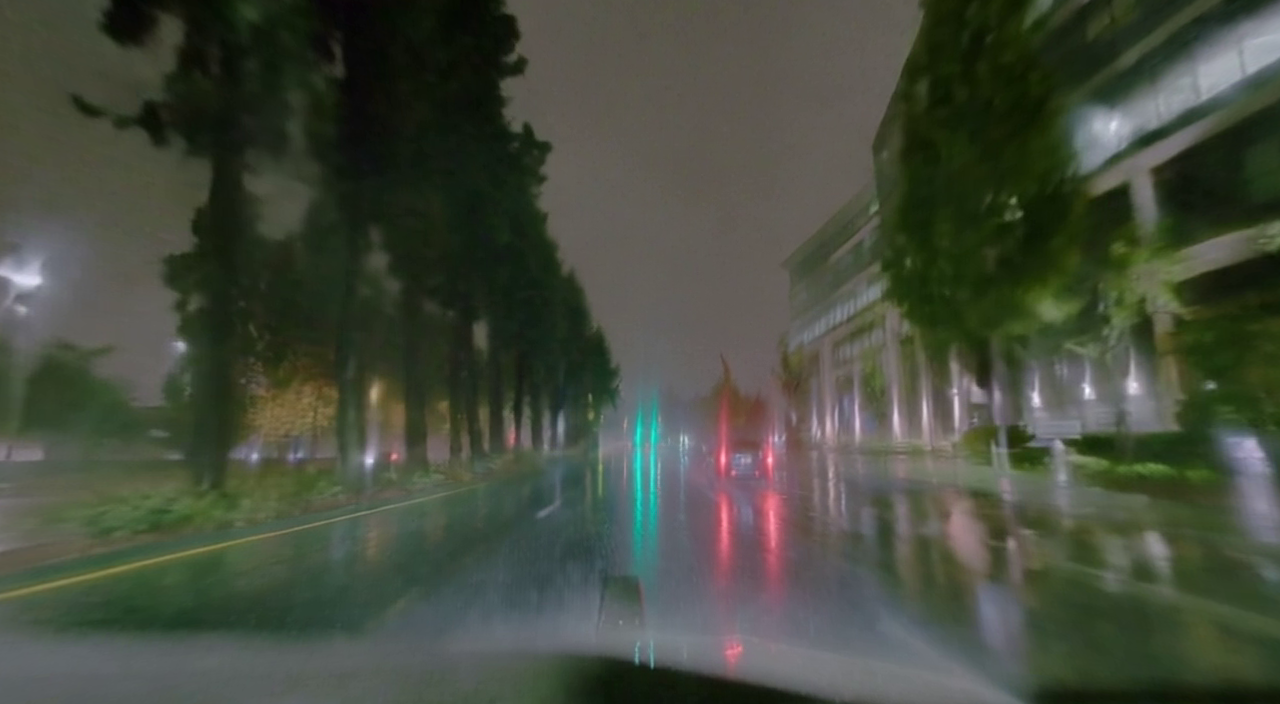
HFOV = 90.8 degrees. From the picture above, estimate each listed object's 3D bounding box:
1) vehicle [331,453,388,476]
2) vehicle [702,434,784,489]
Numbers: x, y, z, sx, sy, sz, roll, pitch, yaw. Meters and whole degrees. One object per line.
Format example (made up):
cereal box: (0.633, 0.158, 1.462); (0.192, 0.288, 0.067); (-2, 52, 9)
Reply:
vehicle: (-19.843, 7.940, 44.934); (1.880, 1.455, 4.654); (0, -8, 1)
vehicle: (3.541, 3.844, 22.574); (2.083, 1.743, 4.354); (0, -8, -1)
